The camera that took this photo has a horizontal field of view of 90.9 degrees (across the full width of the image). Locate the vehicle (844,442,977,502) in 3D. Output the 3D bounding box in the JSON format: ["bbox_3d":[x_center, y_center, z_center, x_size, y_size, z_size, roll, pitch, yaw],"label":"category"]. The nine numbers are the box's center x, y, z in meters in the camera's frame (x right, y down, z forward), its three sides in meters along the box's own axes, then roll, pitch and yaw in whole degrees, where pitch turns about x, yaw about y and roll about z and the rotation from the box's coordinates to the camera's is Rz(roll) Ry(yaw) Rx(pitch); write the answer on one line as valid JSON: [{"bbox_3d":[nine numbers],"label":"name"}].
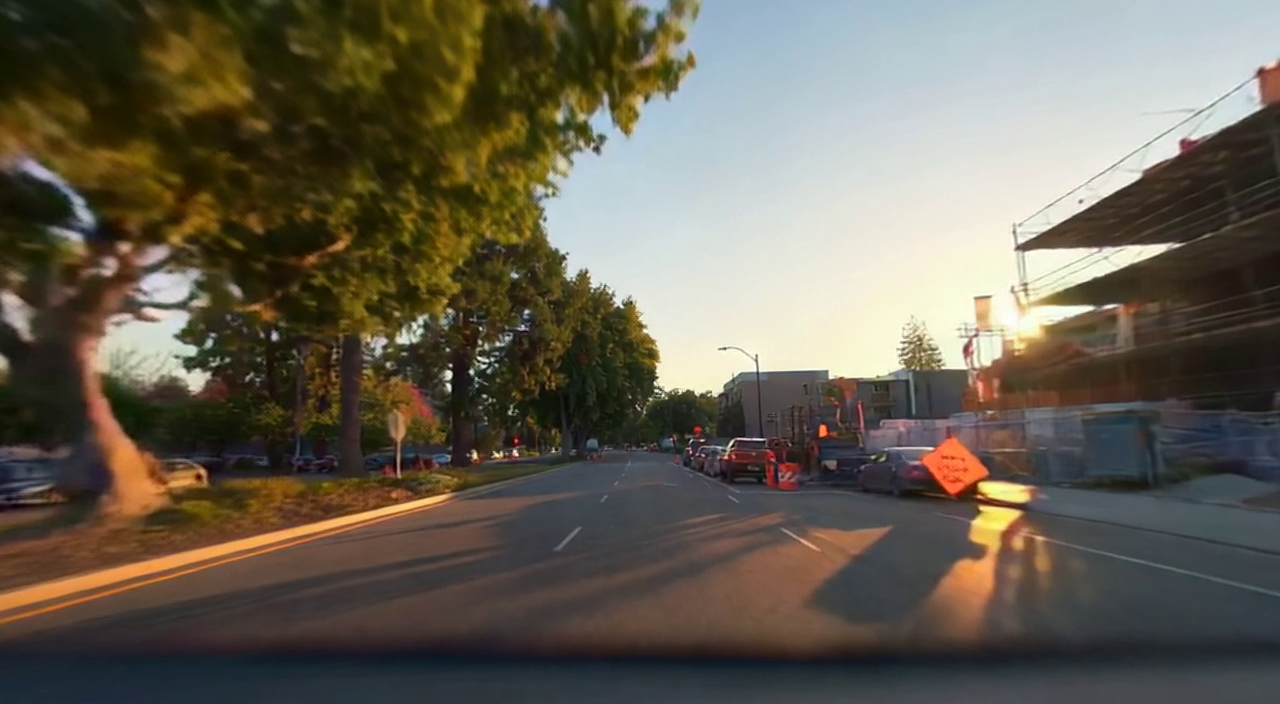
[{"bbox_3d":[7.504,3.342,18.027,1.933,1.483,4.330,0,-8,1],"label":"vehicle"}]

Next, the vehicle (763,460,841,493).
[{"bbox_3d":[5.057,3.904,19.919,1.973,0.903,2.151,0,-8,3],"label":"vehicle"}]

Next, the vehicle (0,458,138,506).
[{"bbox_3d":[-21.520,4.727,23.335,1.900,1.490,4.775,0,-8,0],"label":"vehicle"}]

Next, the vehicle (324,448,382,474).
[{"bbox_3d":[-21.594,8.174,47.668,1.986,1.805,5.444,0,-8,-2],"label":"vehicle"}]

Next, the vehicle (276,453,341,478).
[{"bbox_3d":[-21.607,7.401,41.258,1.811,1.480,4.425,0,-8,0],"label":"vehicle"}]

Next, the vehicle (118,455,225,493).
[{"bbox_3d":[-21.732,5.645,29.448,1.832,1.583,4.083,0,-8,0],"label":"vehicle"}]

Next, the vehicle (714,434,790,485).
[{"bbox_3d":[4.379,4.277,25.468,2.050,1.832,4.794,0,-8,-2],"label":"vehicle"}]
